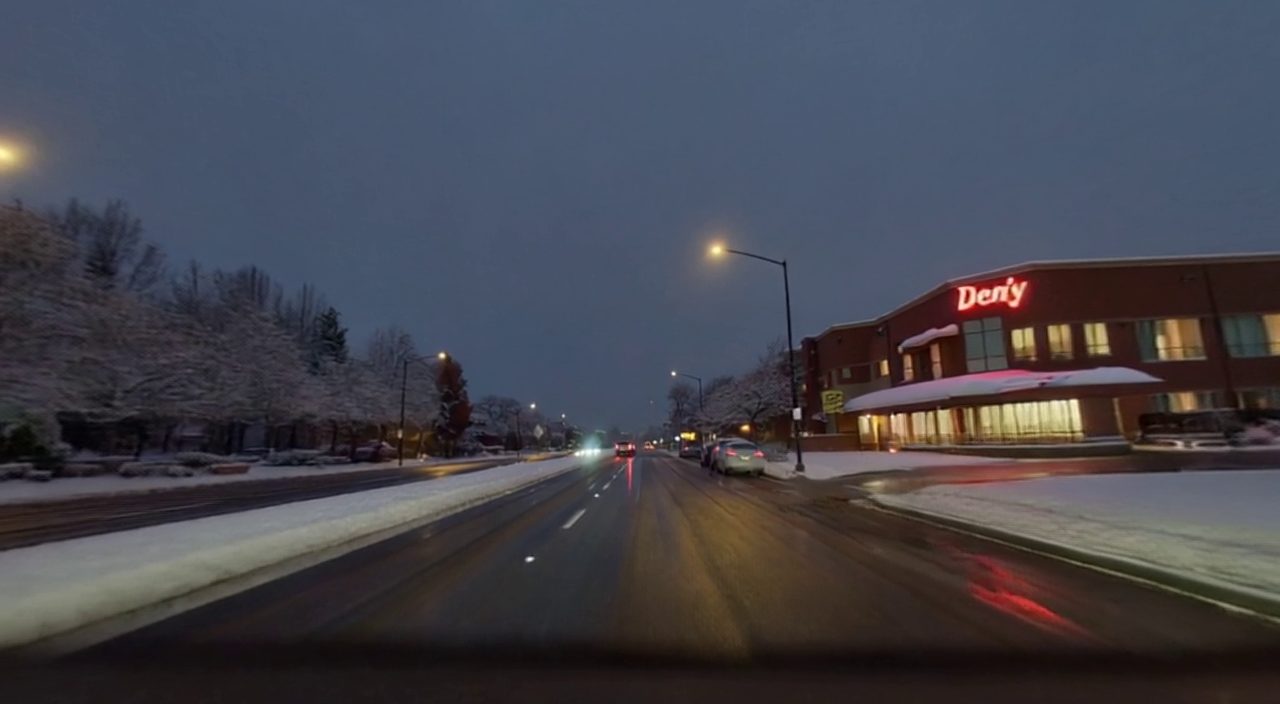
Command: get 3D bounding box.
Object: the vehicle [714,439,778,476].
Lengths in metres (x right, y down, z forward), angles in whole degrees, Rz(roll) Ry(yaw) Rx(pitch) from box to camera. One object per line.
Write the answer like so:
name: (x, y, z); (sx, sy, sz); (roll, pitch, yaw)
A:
vehicle: (4.725, 4.780, 28.857); (2.085, 1.509, 5.134); (0, -8, 1)
